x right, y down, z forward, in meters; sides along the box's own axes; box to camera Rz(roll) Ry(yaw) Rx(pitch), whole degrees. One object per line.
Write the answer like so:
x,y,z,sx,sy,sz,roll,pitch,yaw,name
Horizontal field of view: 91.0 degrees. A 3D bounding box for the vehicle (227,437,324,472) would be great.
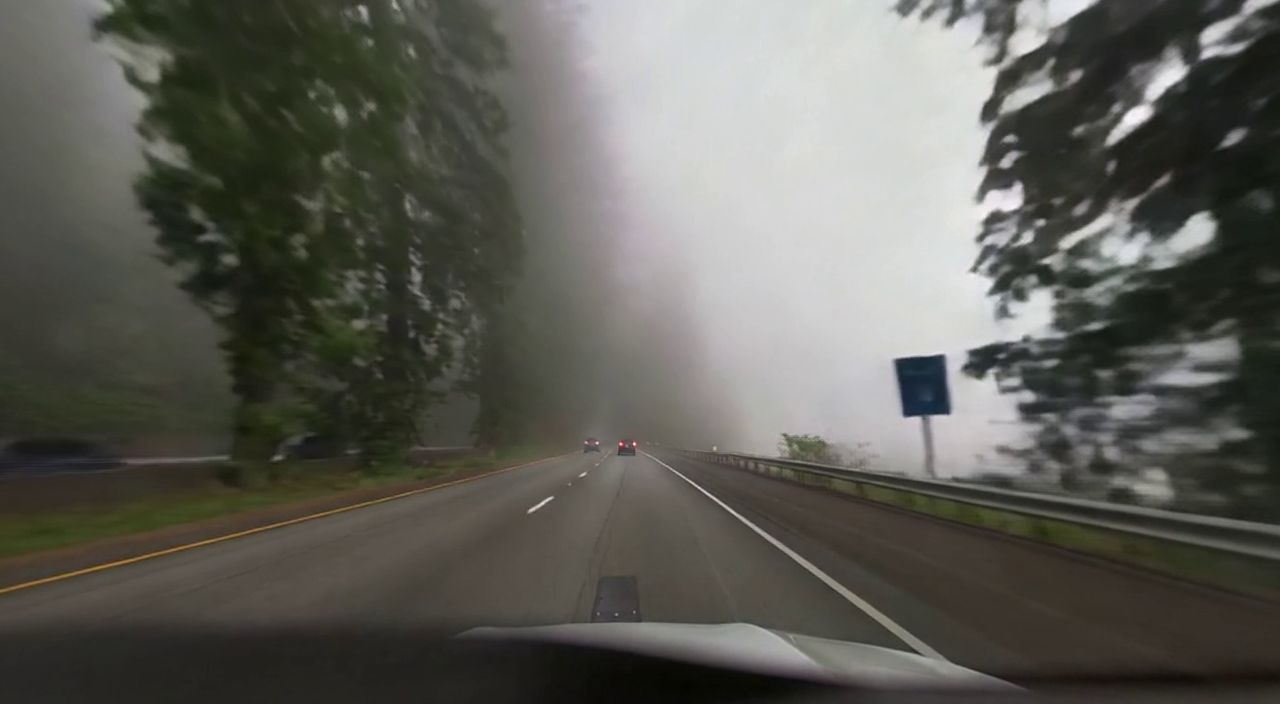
-16.992,4.784,29.653,1.926,1.498,4.456,0,-8,0,vehicle
